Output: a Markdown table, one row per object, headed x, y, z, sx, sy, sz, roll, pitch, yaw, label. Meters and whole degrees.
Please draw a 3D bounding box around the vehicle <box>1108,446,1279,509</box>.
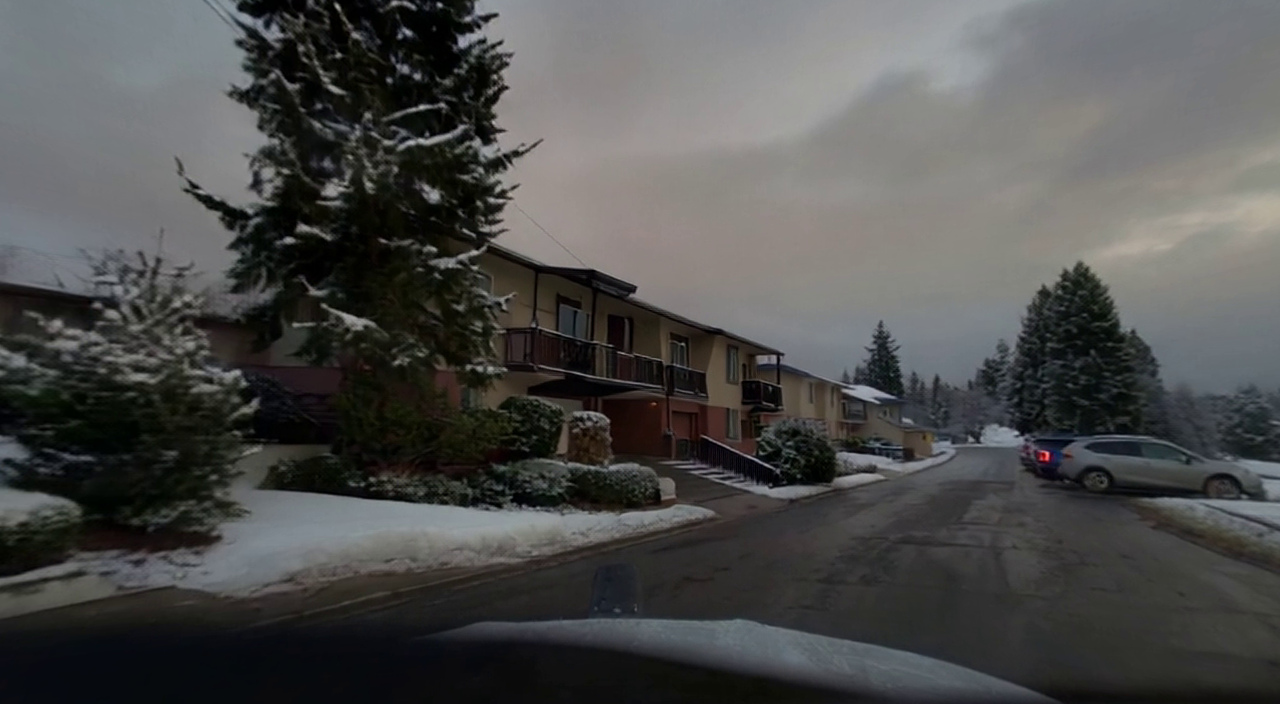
| x | y | z | sx | sy | sz | roll | pitch | yaw | label |
| --- | --- | --- | --- | --- | --- | --- | --- | --- | --- |
| 16.116 | 3.557 | 18.067 | 4.195 | 1.446 | 1.979 | -4 | -11 | 40 | vehicle |
